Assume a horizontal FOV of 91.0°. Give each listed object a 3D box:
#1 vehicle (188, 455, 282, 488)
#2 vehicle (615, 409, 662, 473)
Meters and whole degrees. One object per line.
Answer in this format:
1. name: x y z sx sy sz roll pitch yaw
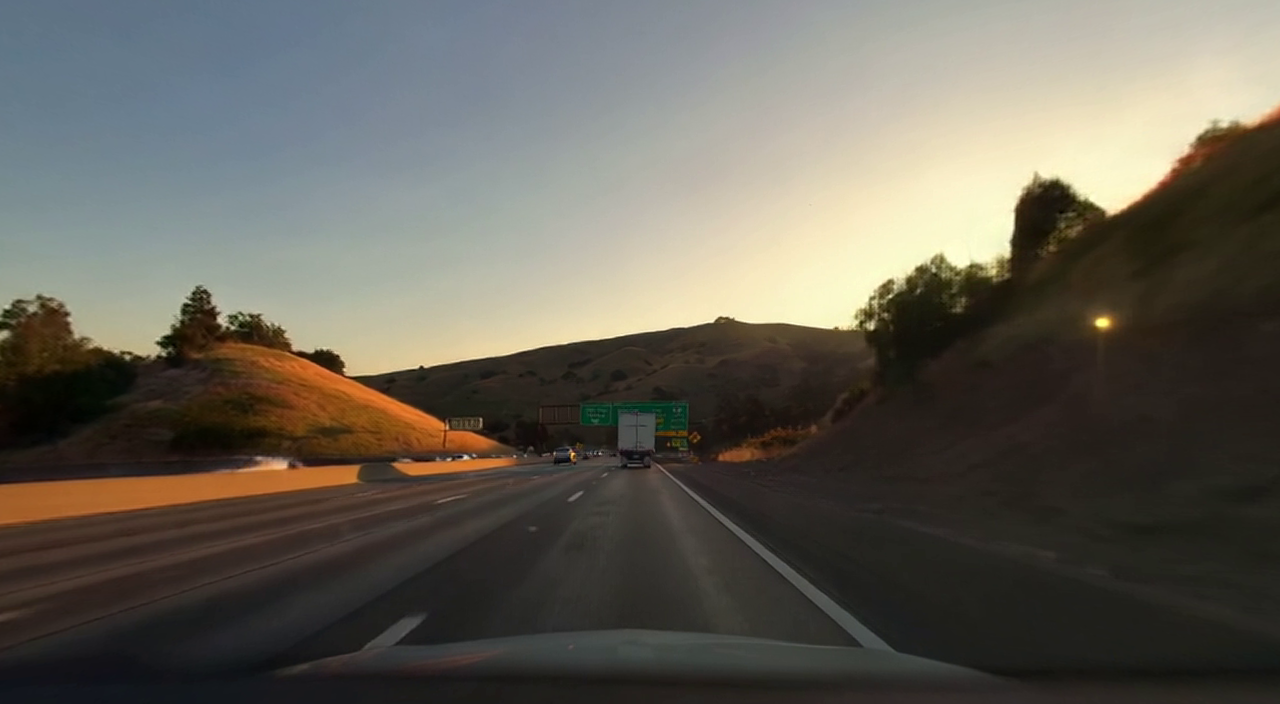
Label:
1. vehicle: -21.439 6.325 33.594 1.960 1.545 4.436 0 -9 2
2. vehicle: -0.013 6.694 47.017 3.039 4.131 11.822 0 -9 1
